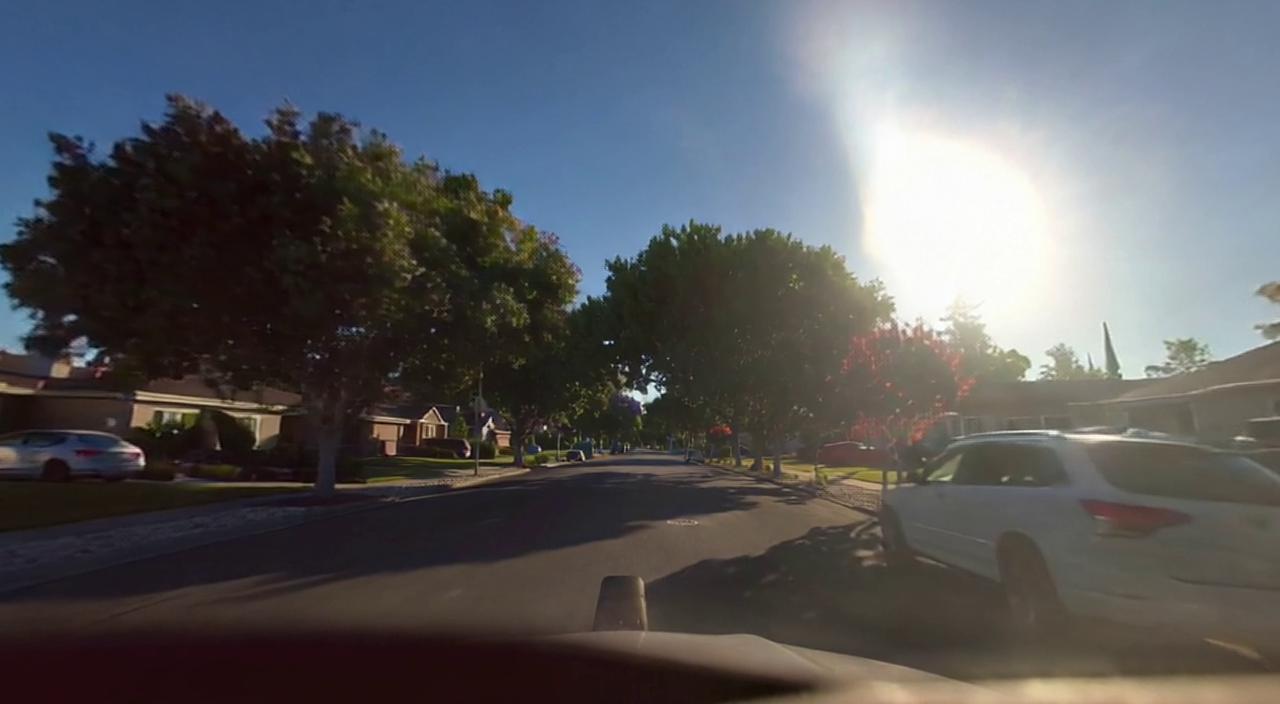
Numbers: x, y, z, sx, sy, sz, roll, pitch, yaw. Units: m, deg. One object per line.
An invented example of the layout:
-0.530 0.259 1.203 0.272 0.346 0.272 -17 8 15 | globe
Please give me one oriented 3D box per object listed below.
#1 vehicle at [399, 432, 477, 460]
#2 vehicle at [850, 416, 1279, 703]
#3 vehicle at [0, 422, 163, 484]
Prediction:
-15.093 7.104 47.348 5.003 1.805 2.041 10 -14 -37 | vehicle
3.890 1.532 5.979 2.136 1.596 4.790 0 -9 0 | vehicle
-16.642 2.826 17.764 4.607 1.573 2.058 2 -9 -5 | vehicle
